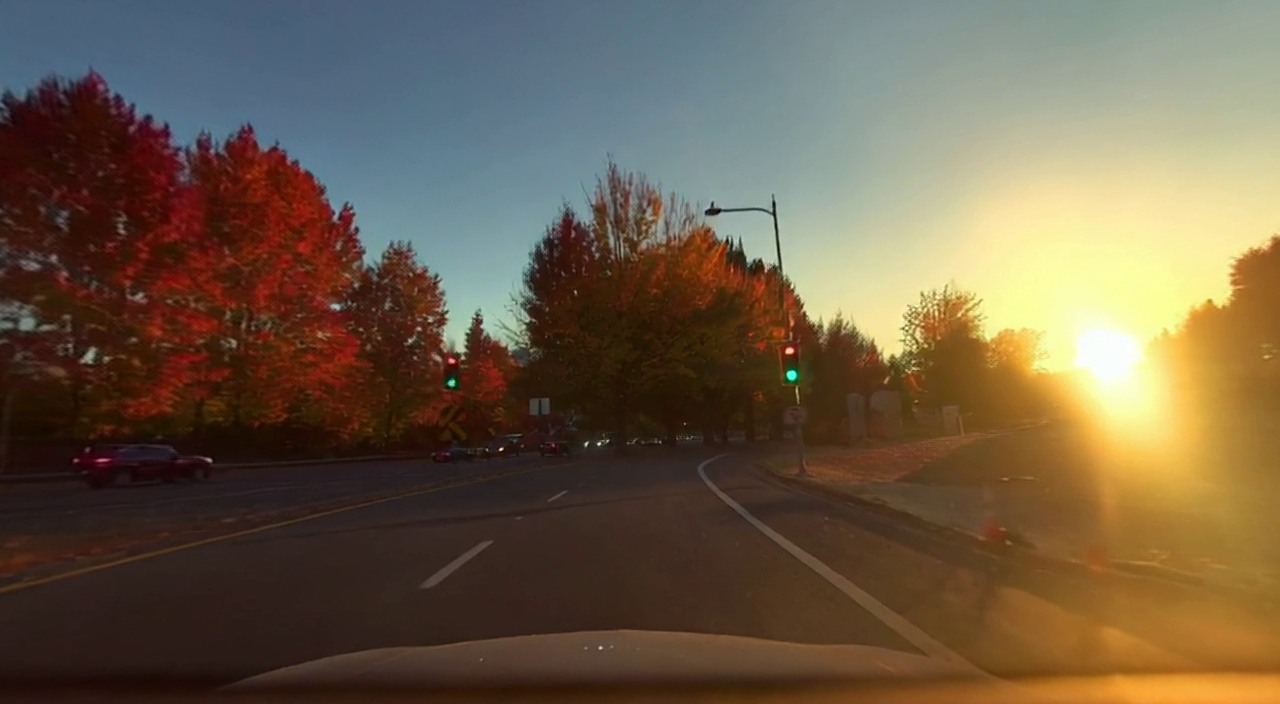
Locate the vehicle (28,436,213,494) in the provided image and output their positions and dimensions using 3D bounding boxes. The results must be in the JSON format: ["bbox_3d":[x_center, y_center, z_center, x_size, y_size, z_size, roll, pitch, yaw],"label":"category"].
[{"bbox_3d":[-20.348,4.400,25.043,2.368,2.012,5.021,-3,-9,19],"label":"vehicle"}]
